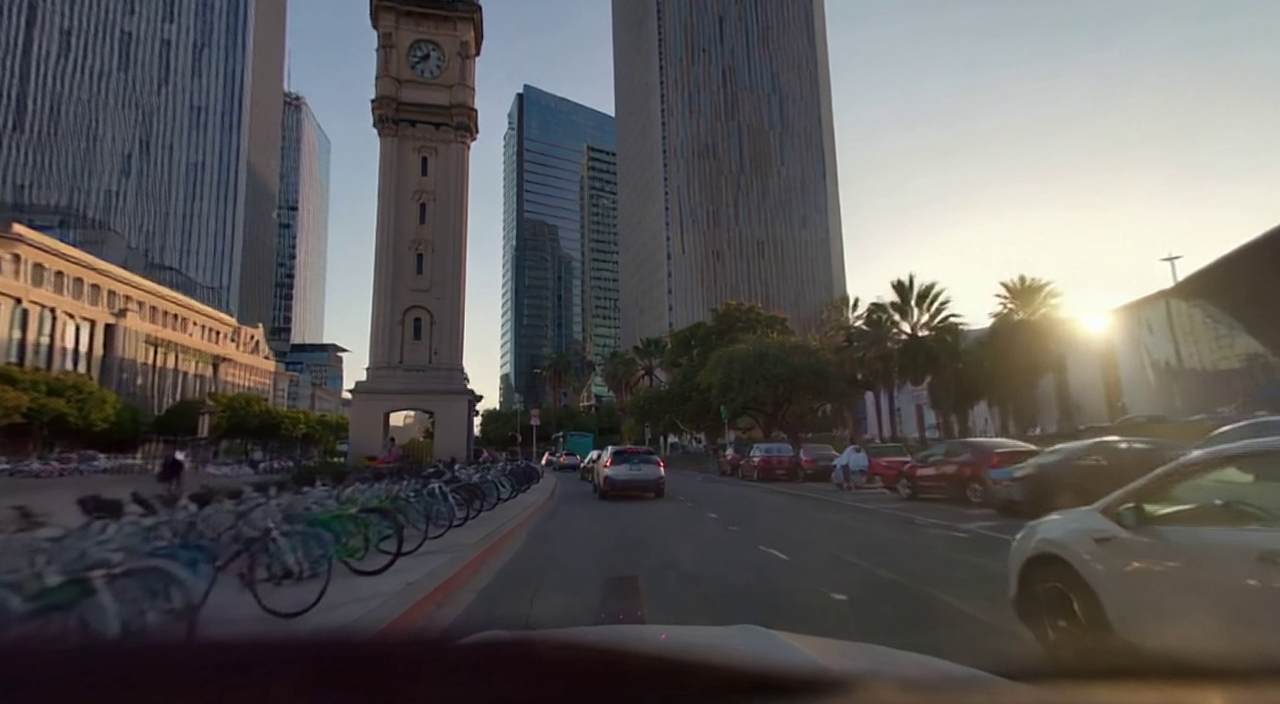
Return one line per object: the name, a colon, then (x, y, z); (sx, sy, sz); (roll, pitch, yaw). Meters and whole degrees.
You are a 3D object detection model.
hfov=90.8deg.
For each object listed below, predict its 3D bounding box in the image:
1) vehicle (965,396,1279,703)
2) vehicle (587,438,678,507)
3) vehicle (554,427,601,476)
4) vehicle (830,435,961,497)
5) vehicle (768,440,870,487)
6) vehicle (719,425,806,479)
vehicle: (3.568, 0.899, 2.299); (2.116, 1.500, 4.702); (0, -9, -2)
vehicle: (-0.334, 3.167, 17.017); (2.111, 1.605, 3.832); (1, -9, -6)
vehicle: (-4.135, 6.409, 40.868); (2.400, 2.872, 6.053); (2, -9, -12)
vehicle: (7.640, 3.449, 19.425); (1.860, 1.684, 4.211); (1, -9, -6)
vehicle: (6.917, 4.367, 25.066); (1.945, 1.623, 5.013); (1, -9, -8)
vehicle: (5.954, 5.020, 31.656); (2.377, 2.429, 5.532); (1, -9, -10)
